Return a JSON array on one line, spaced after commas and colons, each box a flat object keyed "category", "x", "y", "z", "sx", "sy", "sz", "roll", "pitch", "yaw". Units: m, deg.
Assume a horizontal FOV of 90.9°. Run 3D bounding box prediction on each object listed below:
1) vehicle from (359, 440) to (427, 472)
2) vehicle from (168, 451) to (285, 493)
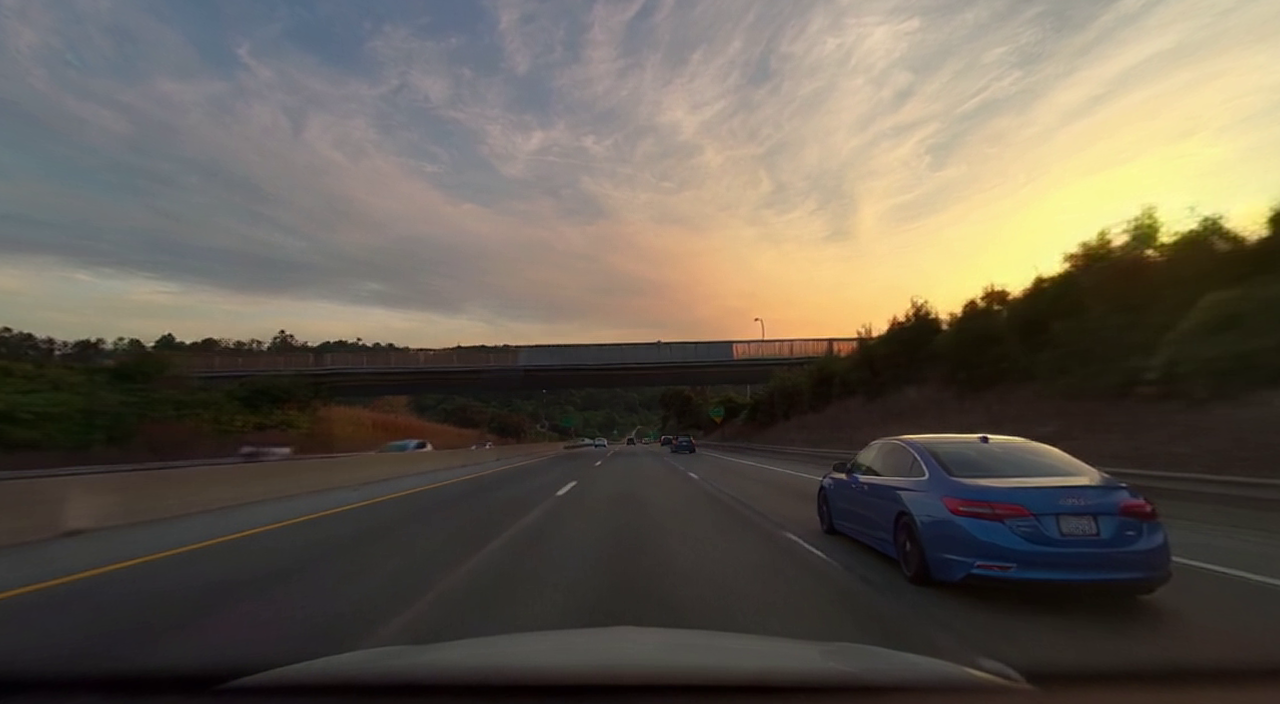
[{"category": "vehicle", "x": -12.757, "y": 5.388, "z": 32.877, "sx": 1.868, "sy": 1.508, "sz": 4.408, "roll": 0, "pitch": -8, "yaw": -1}, {"category": "vehicle", "x": -16.904, "y": 4.887, "z": 26.053, "sx": 1.887, "sy": 1.469, "sz": 4.382, "roll": 0, "pitch": -8, "yaw": -1}]
